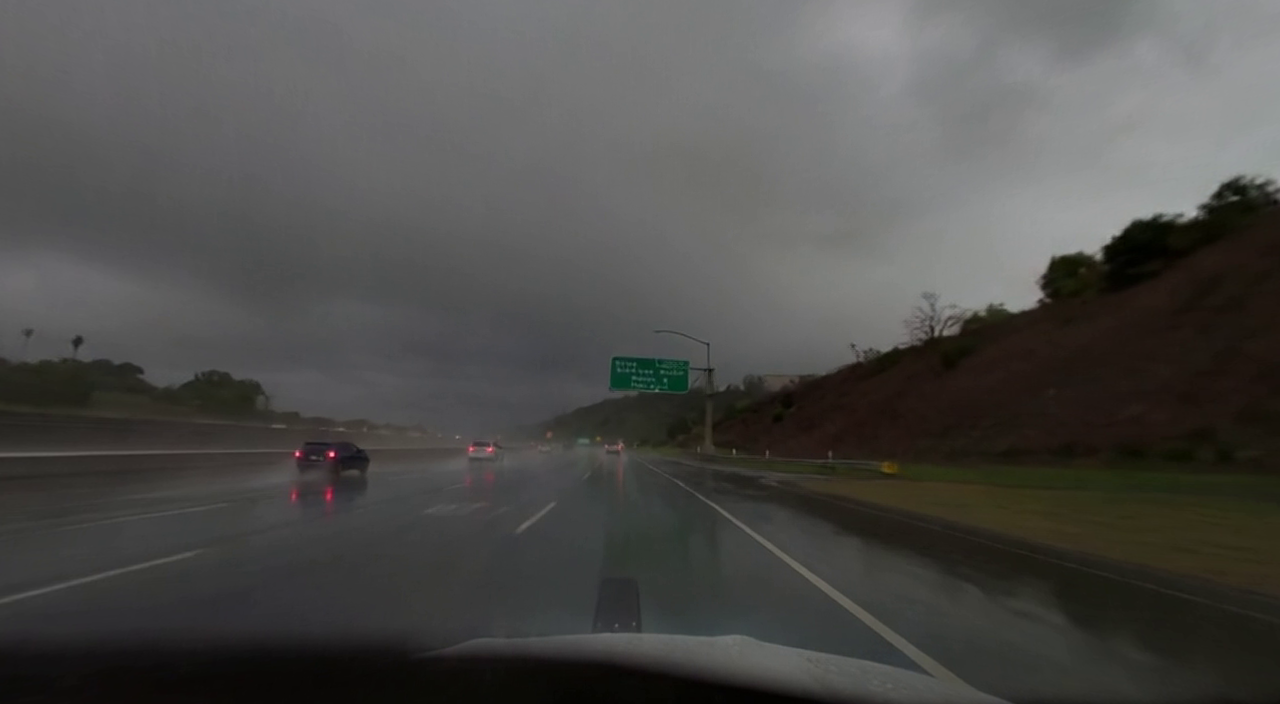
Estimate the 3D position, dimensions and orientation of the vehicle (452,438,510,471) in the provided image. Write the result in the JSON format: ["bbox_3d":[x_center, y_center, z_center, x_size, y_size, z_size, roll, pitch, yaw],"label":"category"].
[{"bbox_3d":[-8.683,5.626,34.864,2.104,1.715,4.319,0,-8,-1],"label":"vehicle"}]

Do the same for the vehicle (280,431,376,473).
[{"bbox_3d":[-15.735,5.095,32.302,2.240,1.953,5.452,0,-8,-1],"label":"vehicle"}]
